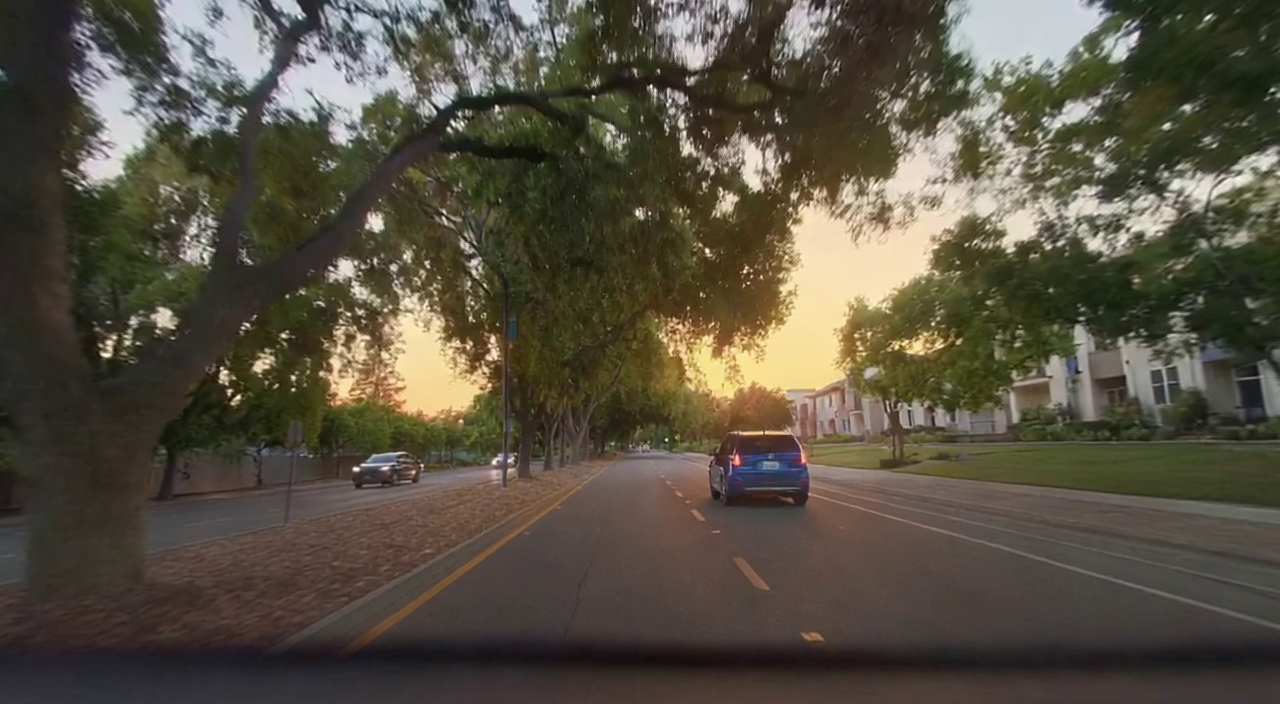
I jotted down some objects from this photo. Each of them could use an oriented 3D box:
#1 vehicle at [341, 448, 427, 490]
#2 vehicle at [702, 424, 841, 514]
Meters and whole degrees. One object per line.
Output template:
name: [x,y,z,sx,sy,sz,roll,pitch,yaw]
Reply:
vehicle: [-11.475,5.238,28.658,2.003,1.733,4.392,0,-9,1]
vehicle: [2.763,2.593,14.462,2.164,1.725,4.285,0,-9,-1]
